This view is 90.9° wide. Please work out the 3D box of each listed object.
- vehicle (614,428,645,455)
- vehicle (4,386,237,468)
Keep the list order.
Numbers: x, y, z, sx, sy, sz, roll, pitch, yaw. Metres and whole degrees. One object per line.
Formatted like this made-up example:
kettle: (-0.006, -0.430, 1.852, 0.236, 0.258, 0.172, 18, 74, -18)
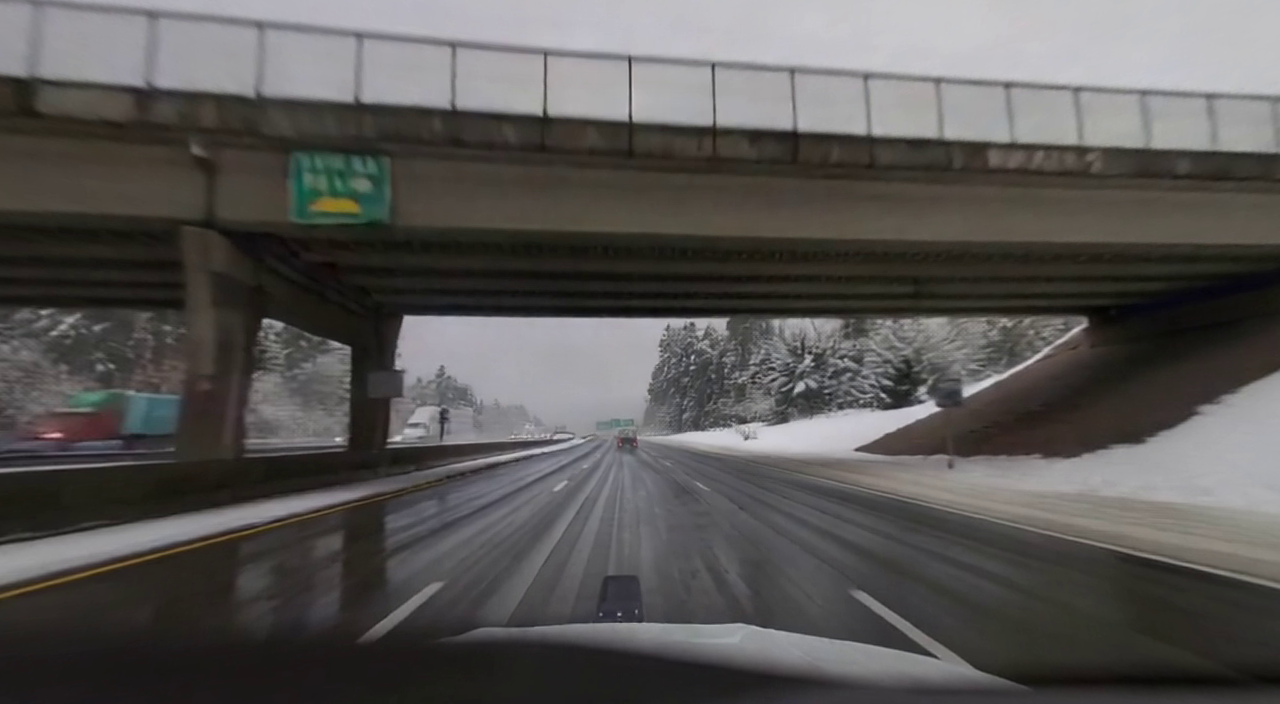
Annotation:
vehicle: (-0.824, 6.859, 48.324, 2.277, 1.913, 4.510, 0, -8, -1)
vehicle: (-24.358, 3.726, 30.626, 2.906, 3.332, 9.656, 0, -8, 1)
